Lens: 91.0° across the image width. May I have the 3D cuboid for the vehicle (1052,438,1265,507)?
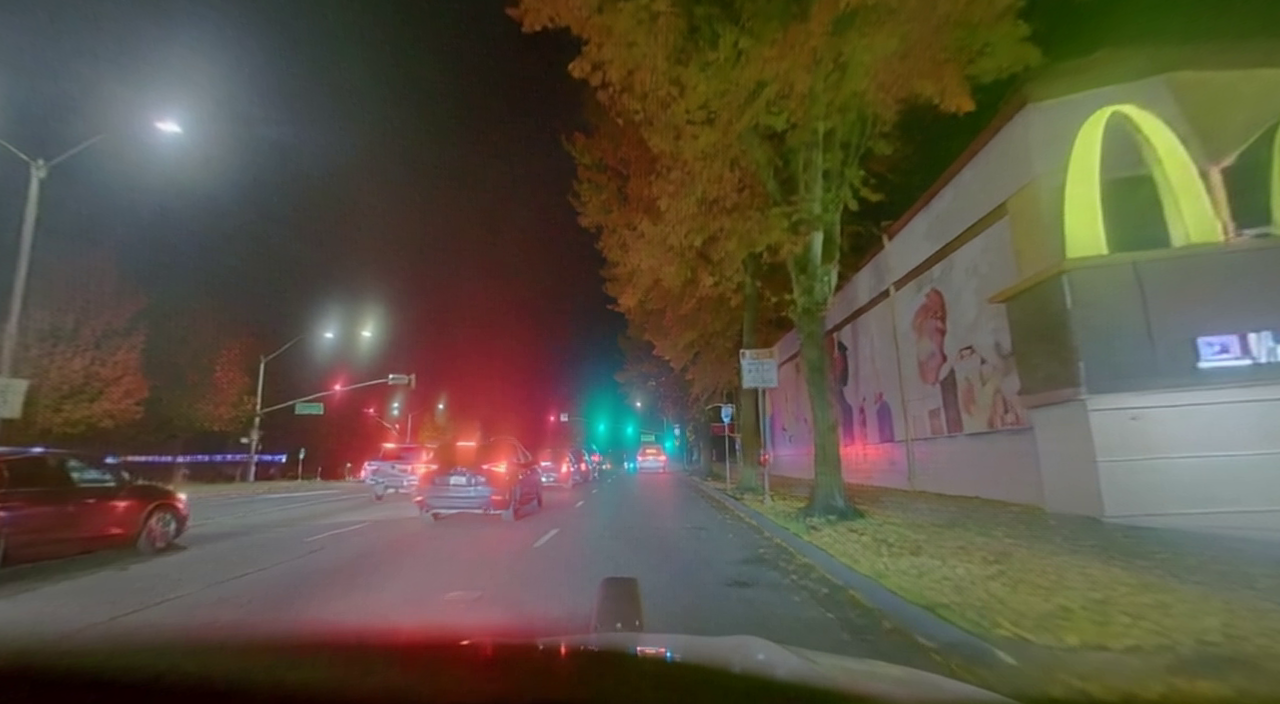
[{"bbox_3d":[14.422,3.350,17.954,1.963,1.703,4.447,1,-9,-6],"label":"vehicle"}]

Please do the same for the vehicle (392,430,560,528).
[{"bbox_3d":[-3.121,2.545,13.191,2.165,1.663,4.513,0,-9,2],"label":"vehicle"}]

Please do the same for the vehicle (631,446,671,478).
[{"bbox_3d":[0.620,6.207,35.798,2.144,1.704,4.028,0,-9,1],"label":"vehicle"}]

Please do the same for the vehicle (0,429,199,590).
[{"bbox_3d":[-7.363,1.655,6.866,1.932,1.596,4.247,0,-9,1],"label":"vehicle"}]
